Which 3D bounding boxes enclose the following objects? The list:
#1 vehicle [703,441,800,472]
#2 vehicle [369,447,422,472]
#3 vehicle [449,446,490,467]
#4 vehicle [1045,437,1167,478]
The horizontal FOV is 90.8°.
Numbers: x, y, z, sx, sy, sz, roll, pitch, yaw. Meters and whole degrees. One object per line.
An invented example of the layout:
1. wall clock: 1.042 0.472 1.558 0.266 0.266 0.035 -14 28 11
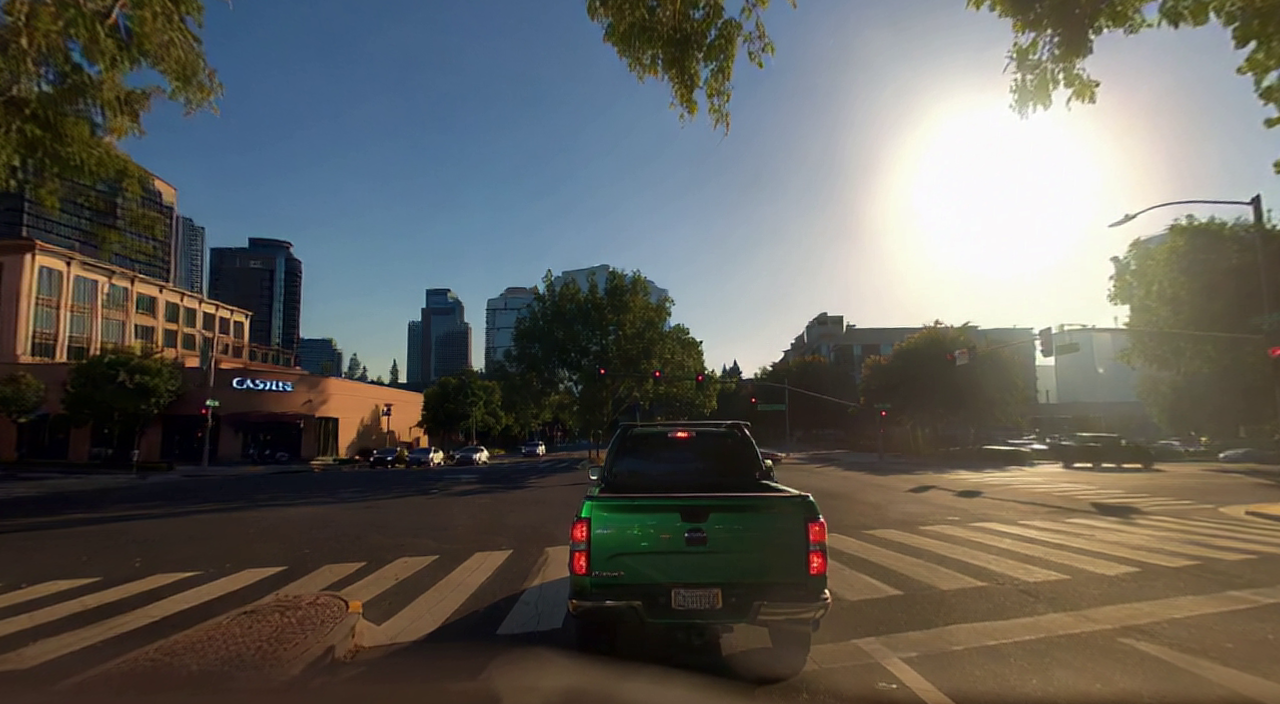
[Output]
1. vehicle: 5.620 5.266 31.921 4.457 1.464 1.879 -4 -9 24
2. vehicle: -16.259 7.142 42.240 1.883 1.586 4.297 0 -9 0
3. vehicle: -12.618 7.767 47.091 1.946 1.474 4.008 0 -9 0
4. vehicle: 23.810 5.335 32.271 5.667 1.927 2.289 4 -9 -23
